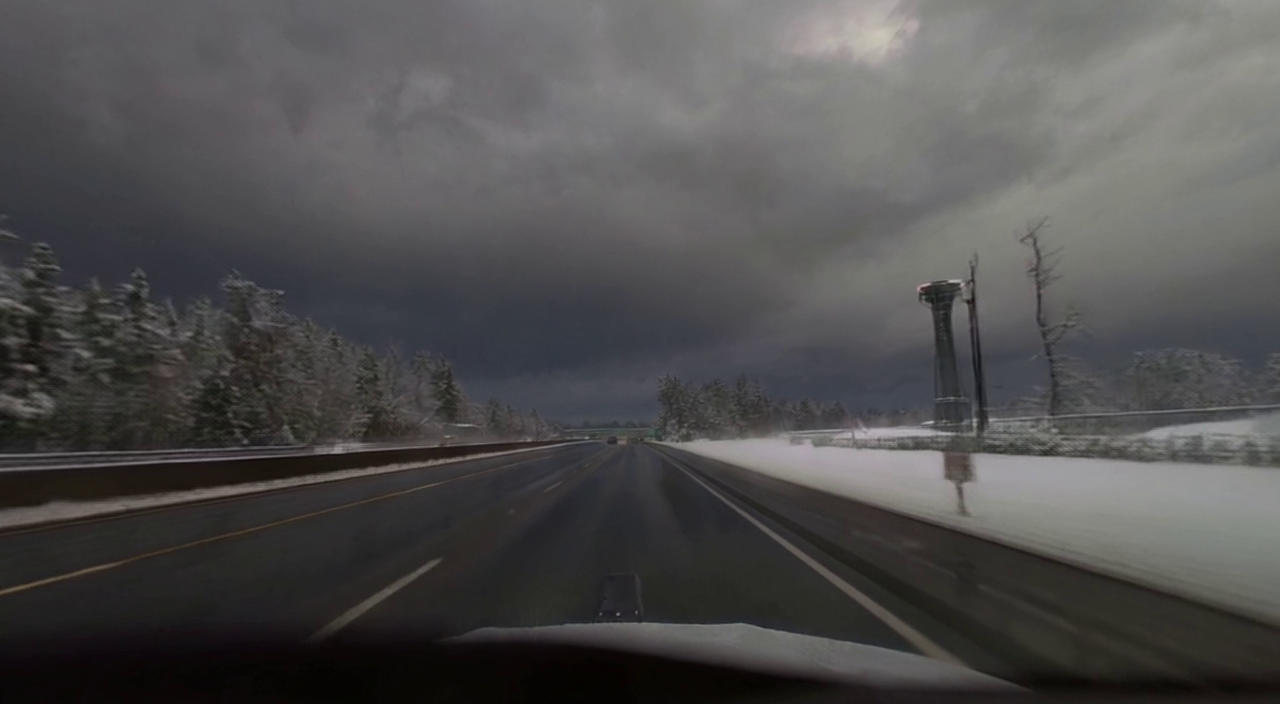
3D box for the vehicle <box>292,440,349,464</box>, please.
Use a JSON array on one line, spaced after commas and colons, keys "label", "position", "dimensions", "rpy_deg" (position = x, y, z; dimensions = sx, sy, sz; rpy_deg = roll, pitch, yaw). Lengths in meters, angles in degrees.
[{"label": "vehicle", "position": [-20.900, 6.518, 41.252], "dimensions": [1.743, 1.499, 3.723], "rpy_deg": [0, -8, 0]}]
